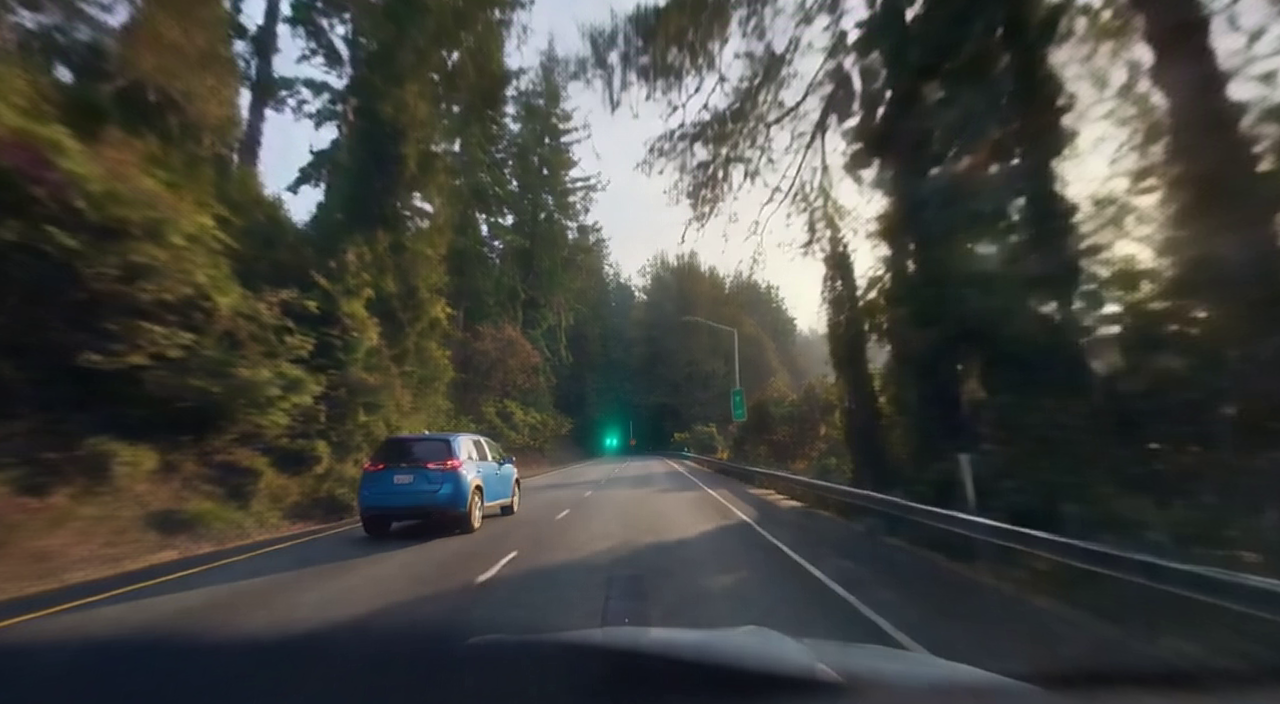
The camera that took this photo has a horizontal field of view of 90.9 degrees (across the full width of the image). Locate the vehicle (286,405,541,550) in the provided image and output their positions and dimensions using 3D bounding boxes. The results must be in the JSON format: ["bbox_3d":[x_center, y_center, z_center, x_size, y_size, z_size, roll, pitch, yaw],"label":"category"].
[{"bbox_3d":[-3.342,1.987,10.732,2.336,1.857,4.986,0,-8,2],"label":"vehicle"}]
